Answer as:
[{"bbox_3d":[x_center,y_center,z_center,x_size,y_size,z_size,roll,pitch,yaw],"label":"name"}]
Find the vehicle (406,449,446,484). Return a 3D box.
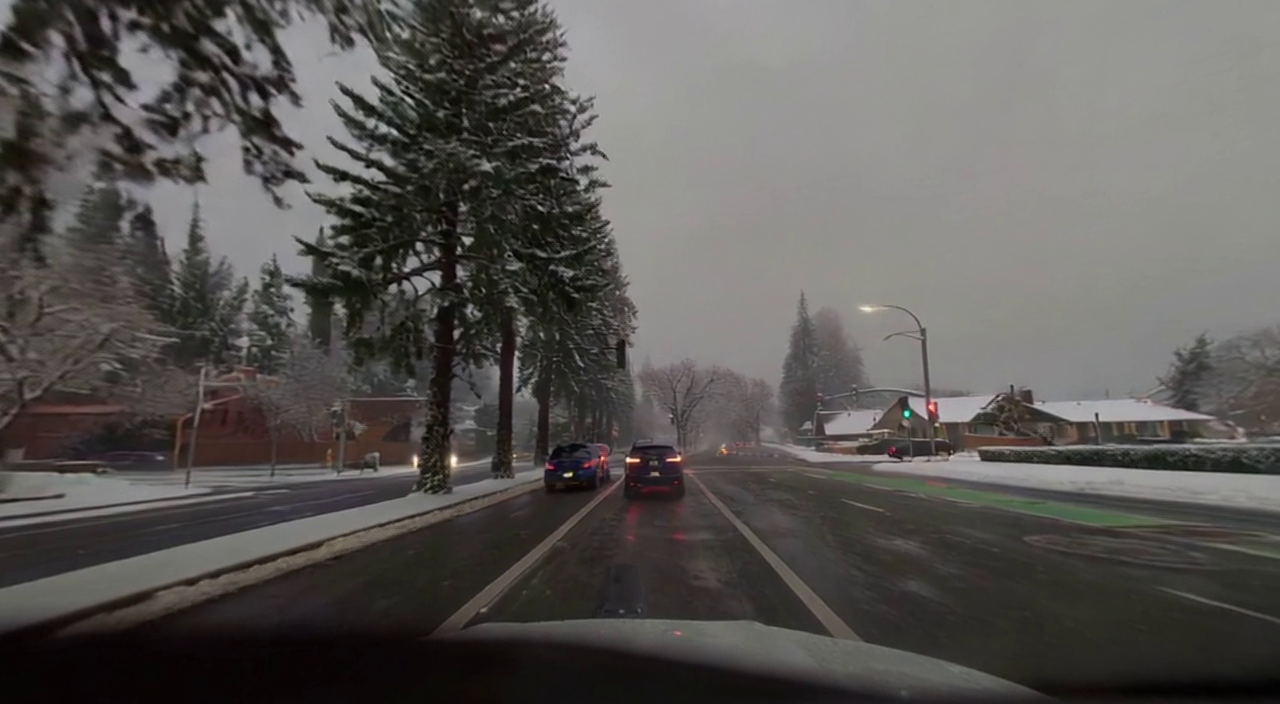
[{"bbox_3d":[-12.283,6.546,36.482,2.005,1.702,4.697,0,-8,-16],"label":"vehicle"}]

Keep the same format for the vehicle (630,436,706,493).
[{"bbox_3d":[0.881,3.733,21.293,2.286,1.701,4.395,0,-9,1],"label":"vehicle"}]

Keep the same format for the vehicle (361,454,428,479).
[{"bbox_3d":[-18.288,8.513,47.095,4.685,1.746,2.095,-5,-10,30],"label":"vehicle"}]

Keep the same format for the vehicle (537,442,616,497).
[{"bbox_3d":[-1.829,3.555,19.448,1.923,1.498,3.887,0,-9,2],"label":"vehicle"}]
